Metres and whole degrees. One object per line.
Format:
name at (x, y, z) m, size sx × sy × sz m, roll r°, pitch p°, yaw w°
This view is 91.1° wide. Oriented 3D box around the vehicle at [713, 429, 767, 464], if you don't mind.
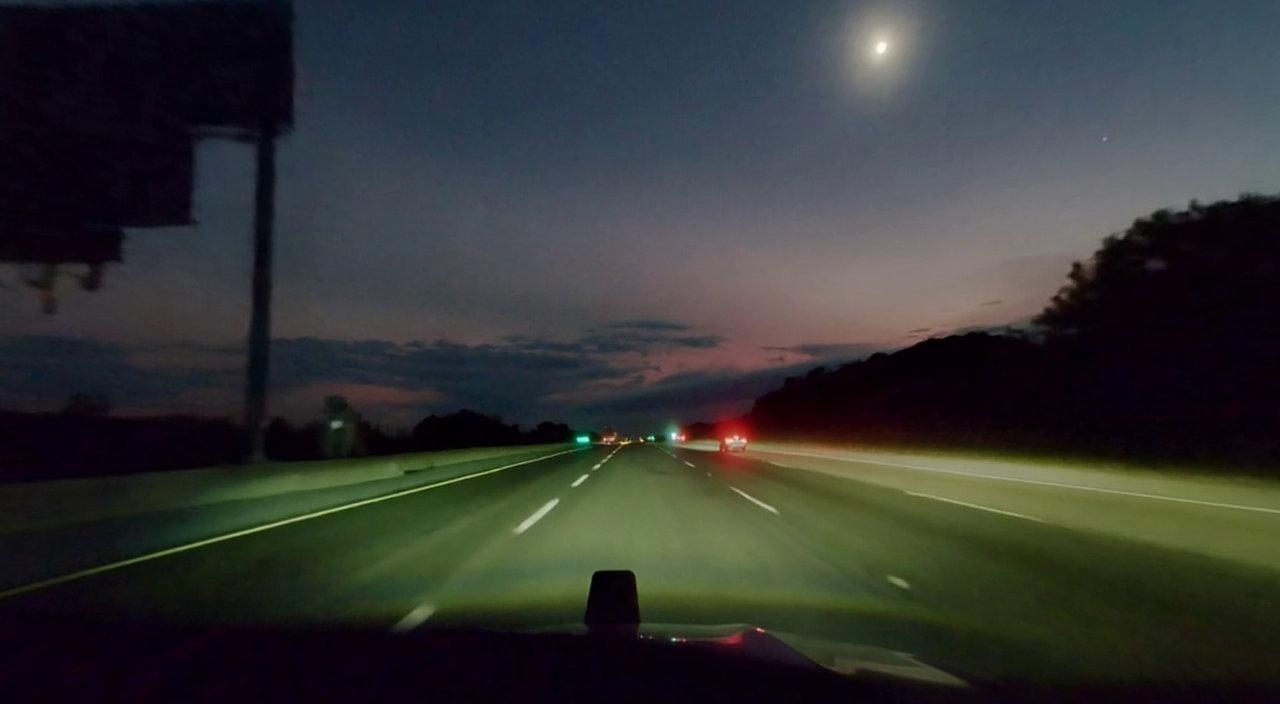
vehicle at (4.539, 4.354, 29.085) m, size 1.802 × 1.492 × 3.804 m, roll 0°, pitch -8°, yaw -1°
